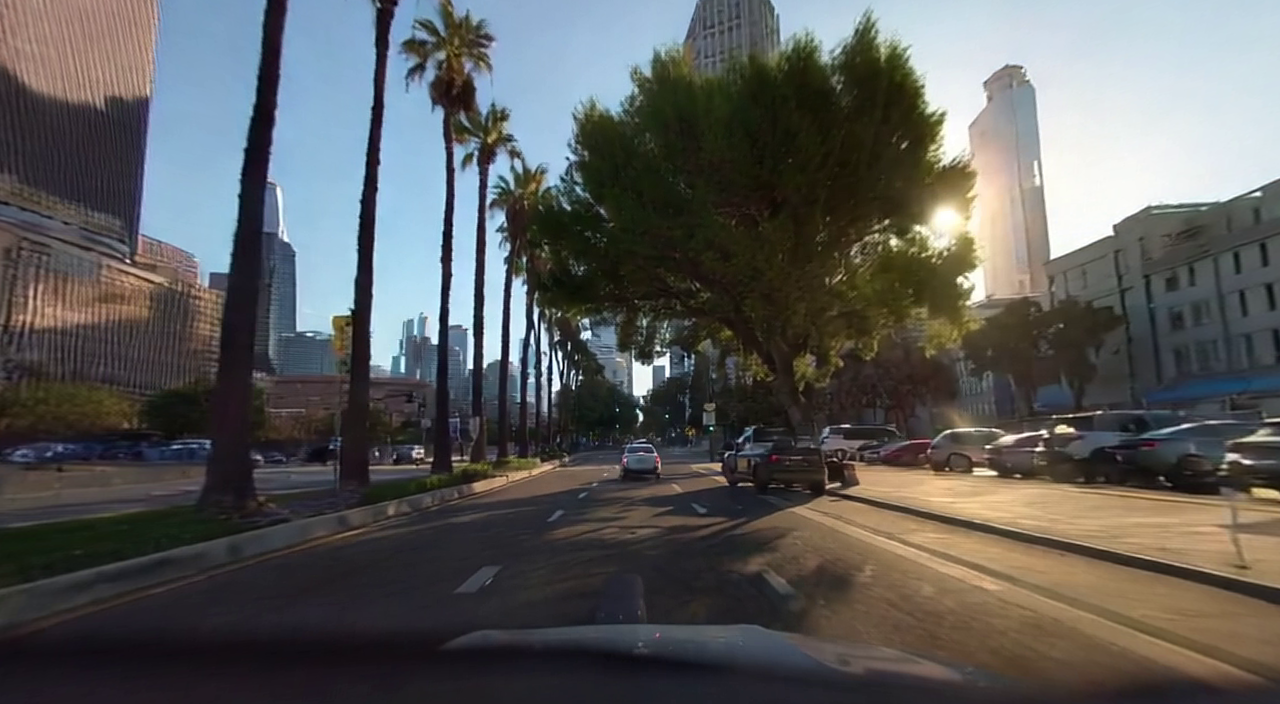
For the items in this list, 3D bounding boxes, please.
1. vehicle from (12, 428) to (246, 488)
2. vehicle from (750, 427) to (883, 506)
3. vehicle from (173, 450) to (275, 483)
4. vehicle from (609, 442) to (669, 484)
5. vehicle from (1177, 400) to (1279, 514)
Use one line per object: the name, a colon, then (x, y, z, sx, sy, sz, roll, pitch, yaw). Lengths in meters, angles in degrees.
vehicle: (-30.584, 6.453, 39.182, 3.081, 3.048, 13.223, 0, -8, 3)
vehicle: (4.408, 2.950, 16.669, 2.136, 1.774, 4.778, 0, -8, 0)
vehicle: (-23.199, 6.375, 35.418, 2.075, 1.645, 5.270, 0, -8, 1)
vehicle: (-0.038, 4.403, 25.258, 2.235, 1.528, 3.876, 0, -8, 0)
vehicle: (12.791, 1.794, 10.841, 4.927, 1.820, 2.396, 1, -8, -3)
